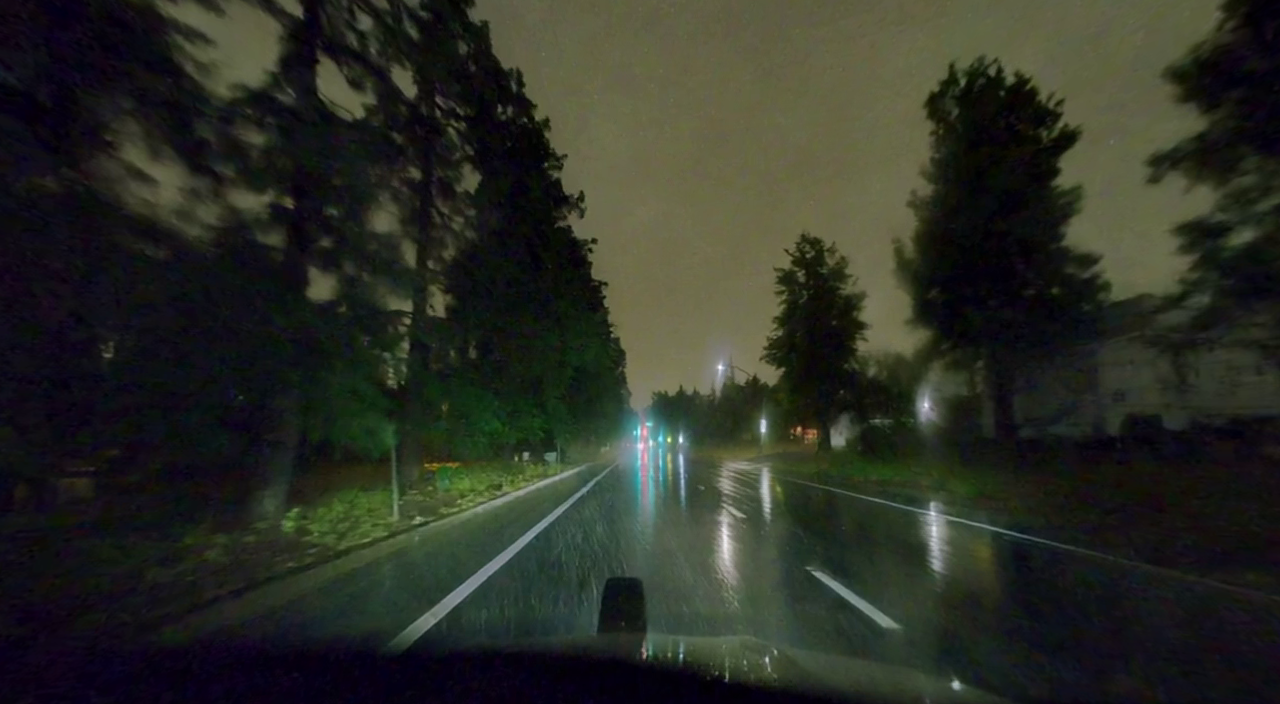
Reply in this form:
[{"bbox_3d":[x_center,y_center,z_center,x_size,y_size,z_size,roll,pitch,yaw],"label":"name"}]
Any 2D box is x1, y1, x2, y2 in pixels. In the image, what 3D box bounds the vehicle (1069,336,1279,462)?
[{"bbox_3d":[13.156,1.264,15.352,2.789,2.725,3.463,-1,-8,3],"label":"vehicle"}]
